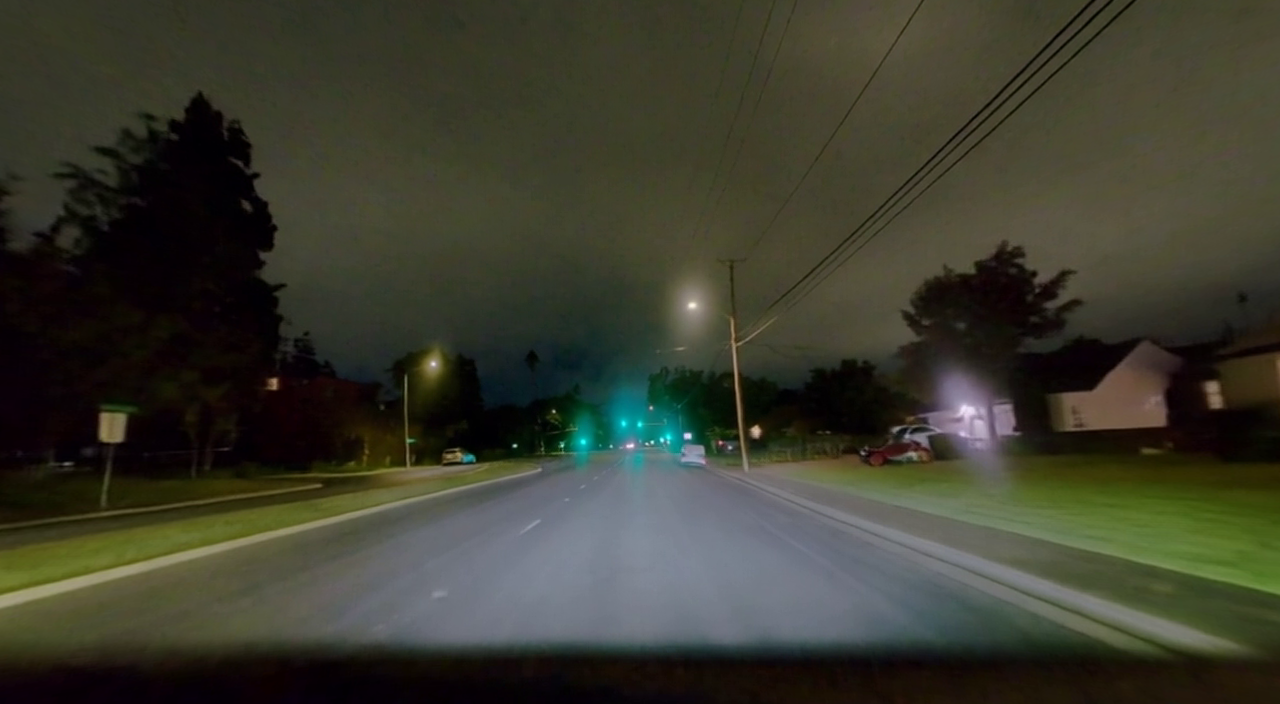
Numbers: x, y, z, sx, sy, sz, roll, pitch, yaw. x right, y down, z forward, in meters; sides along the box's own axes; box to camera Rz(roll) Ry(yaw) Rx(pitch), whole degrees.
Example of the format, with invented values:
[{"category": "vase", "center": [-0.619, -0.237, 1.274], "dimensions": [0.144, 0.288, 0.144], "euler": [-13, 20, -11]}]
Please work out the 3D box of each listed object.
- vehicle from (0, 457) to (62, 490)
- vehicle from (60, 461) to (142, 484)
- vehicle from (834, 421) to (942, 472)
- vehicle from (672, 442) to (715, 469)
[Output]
[{"category": "vehicle", "center": [-46.954, 9.305, 48.360], "dimensions": [3.032, 2.323, 2.110], "euler": [2, -8, -4]}, {"category": "vehicle", "center": [-41.388, 9.260, 48.571], "dimensions": [4.463, 1.651, 1.947], "euler": [0, -8, 0]}, {"category": "vehicle", "center": [9.370, 3.615, 24.467], "dimensions": [1.971, 1.641, 5.191], "euler": [-4, -7, -1]}, {"category": "vehicle", "center": [3.133, 6.185, 38.047], "dimensions": [2.037, 1.518, 4.904], "euler": [0, -8, -2]}]
